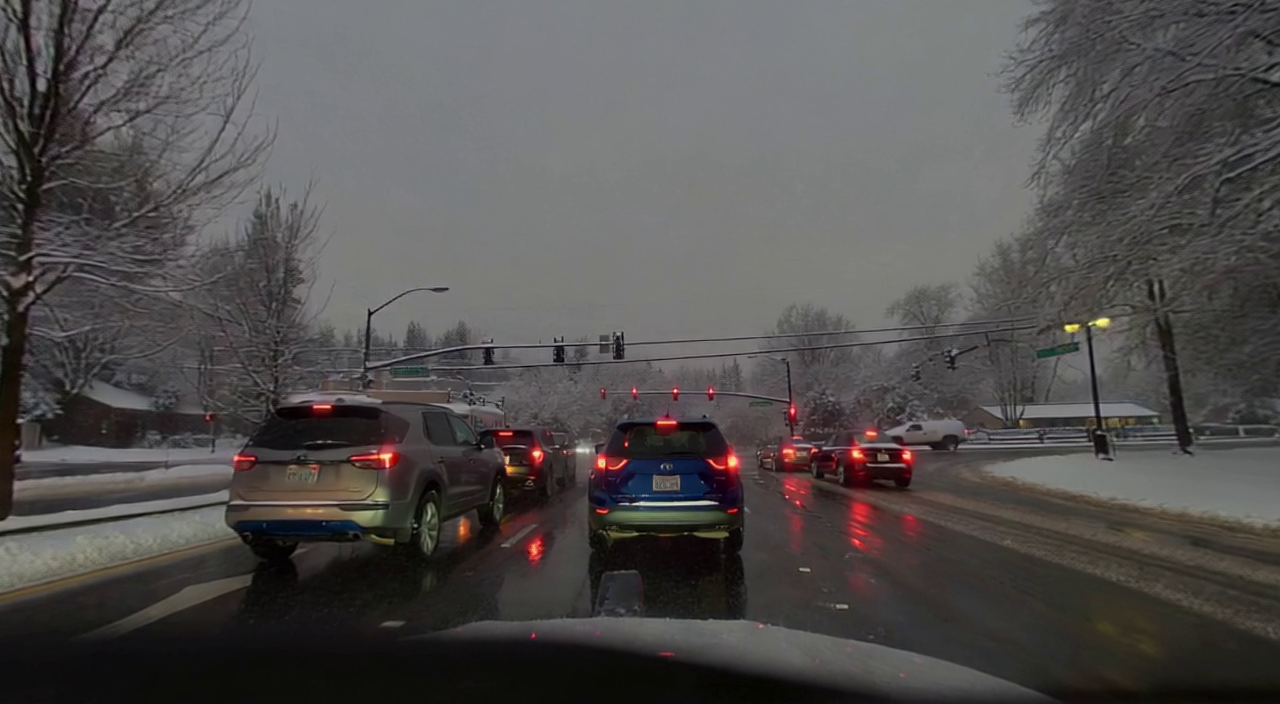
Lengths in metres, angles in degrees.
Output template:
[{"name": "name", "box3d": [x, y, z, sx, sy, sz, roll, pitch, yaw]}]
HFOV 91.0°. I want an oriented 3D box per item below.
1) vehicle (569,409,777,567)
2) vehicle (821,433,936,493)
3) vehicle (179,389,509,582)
[{"name": "vehicle", "box3d": [0.371, 1.746, 8.791, 2.189, 1.649, 4.171, 0, -8, 1]}, {"name": "vehicle", "box3d": [6.998, 3.291, 19.011, 2.067, 1.599, 4.251, -1, -8, 4]}, {"name": "vehicle", "box3d": [-3.257, 1.579, 8.191, 2.085, 1.812, 4.388, 0, -8, 1]}]
